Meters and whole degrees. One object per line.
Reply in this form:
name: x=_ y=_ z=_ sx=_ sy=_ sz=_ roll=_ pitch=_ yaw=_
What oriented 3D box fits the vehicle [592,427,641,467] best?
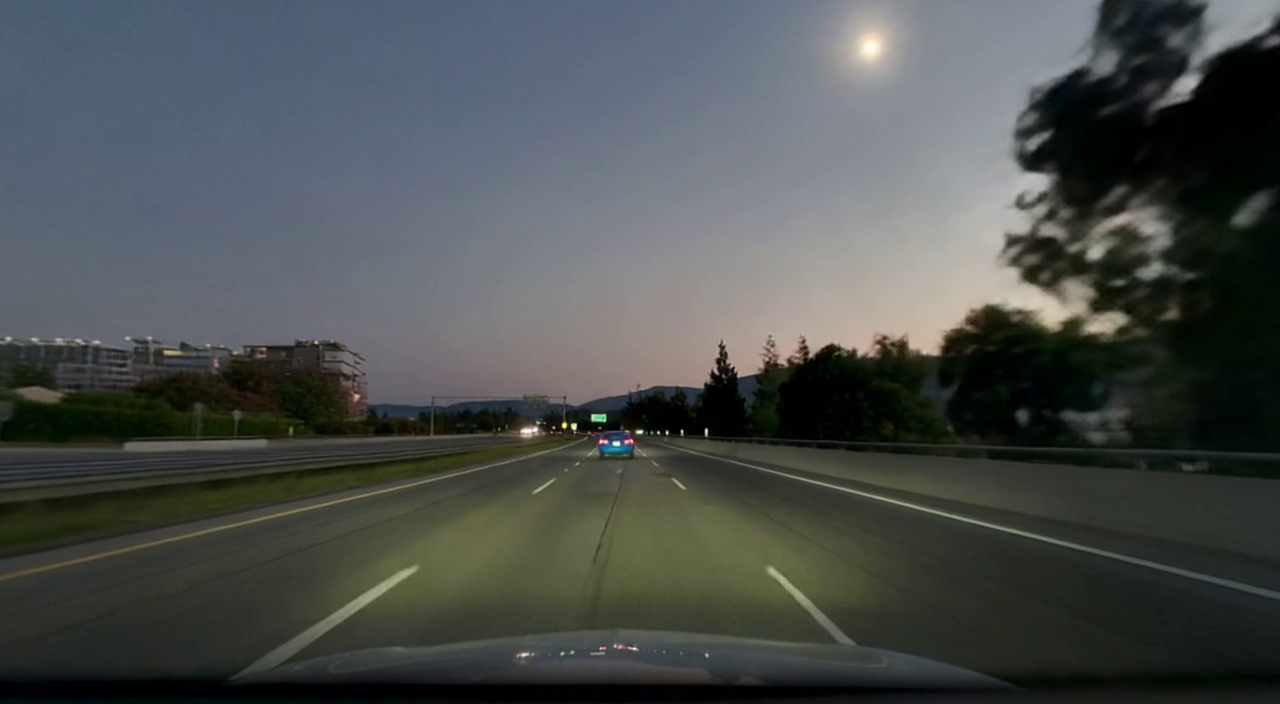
vehicle: x=-1.043 y=4.163 z=27.815 sx=2.020 sy=1.633 sz=3.942 roll=0 pitch=-8 yaw=-2
